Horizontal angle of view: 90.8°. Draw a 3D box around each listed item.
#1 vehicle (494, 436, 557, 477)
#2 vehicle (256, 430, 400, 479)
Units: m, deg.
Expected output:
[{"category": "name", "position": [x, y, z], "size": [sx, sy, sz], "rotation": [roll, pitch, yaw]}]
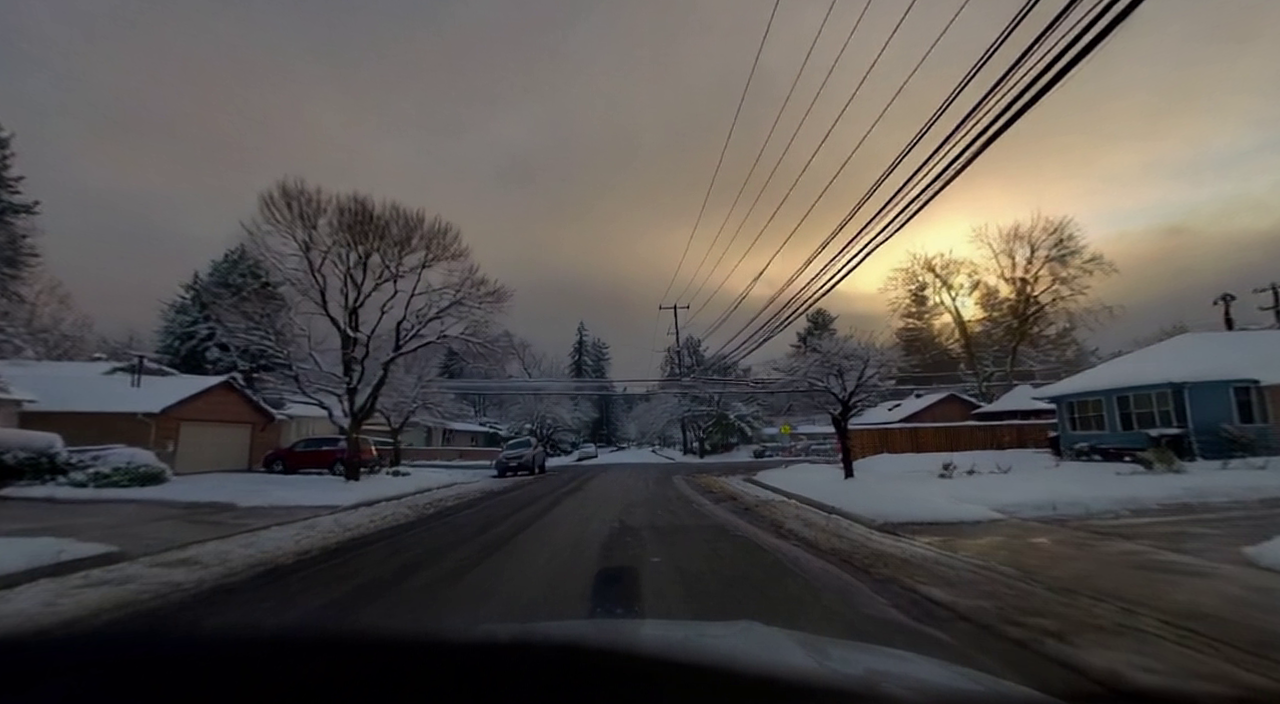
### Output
[{"category": "vehicle", "position": [-6.582, 6.154, 37.182], "size": [2.739, 2.164, 6.065], "rotation": [-1, -9, -2]}, {"category": "vehicle", "position": [-13.293, 4.405, 27.203], "size": [5.033, 1.997, 2.126], "rotation": [0, -9, -1]}]
